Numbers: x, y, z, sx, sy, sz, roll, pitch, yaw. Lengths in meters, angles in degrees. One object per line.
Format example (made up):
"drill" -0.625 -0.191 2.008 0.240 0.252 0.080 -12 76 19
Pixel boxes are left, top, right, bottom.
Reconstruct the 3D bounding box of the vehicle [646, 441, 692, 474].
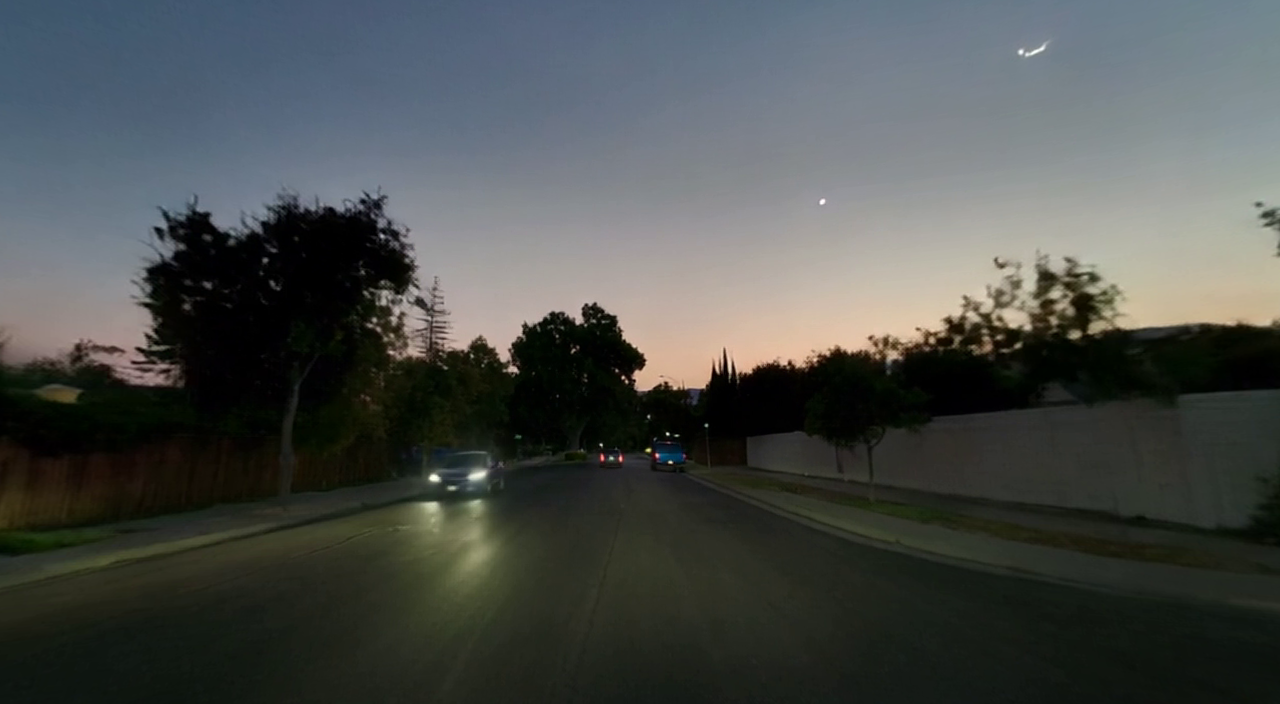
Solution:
"vehicle" 1.722 6.590 39.793 2.394 1.901 5.759 0 -9 -2

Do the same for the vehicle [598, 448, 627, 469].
"vehicle" -2.032 7.870 47.051 2.064 1.477 3.968 0 -9 -2

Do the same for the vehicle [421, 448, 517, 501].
"vehicle" -5.440 3.917 20.675 1.926 1.513 4.236 0 -9 0
